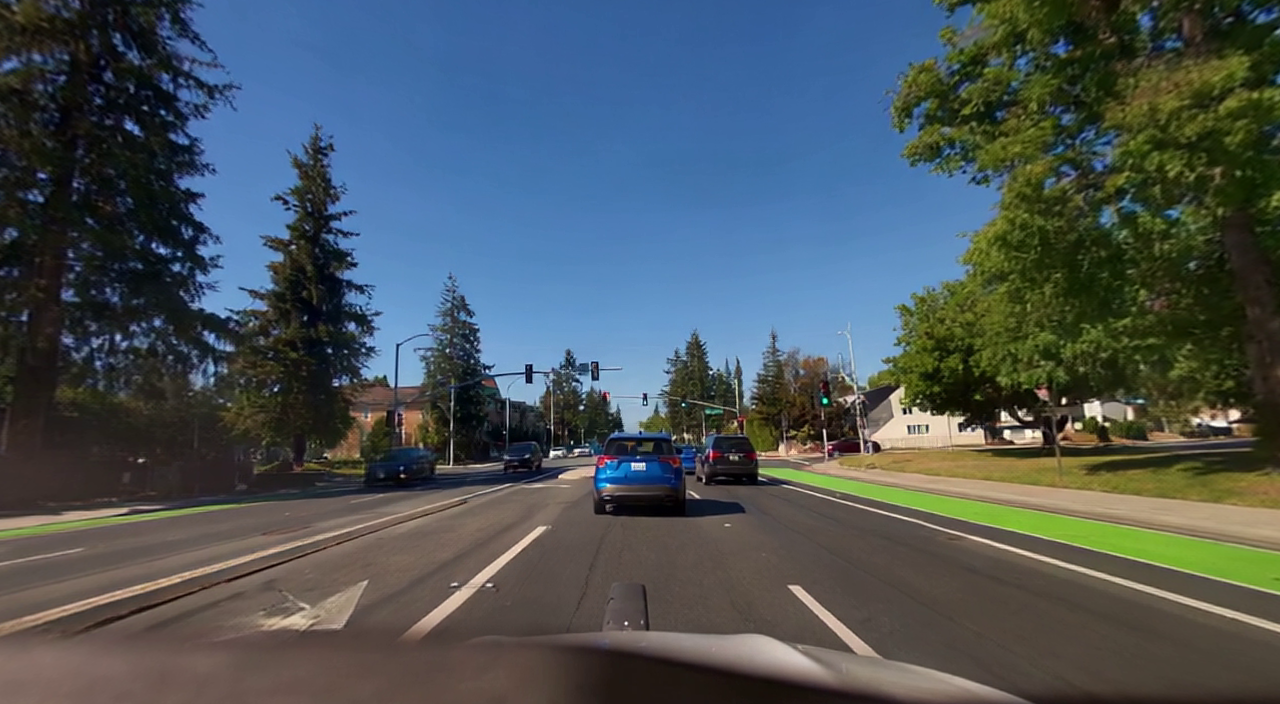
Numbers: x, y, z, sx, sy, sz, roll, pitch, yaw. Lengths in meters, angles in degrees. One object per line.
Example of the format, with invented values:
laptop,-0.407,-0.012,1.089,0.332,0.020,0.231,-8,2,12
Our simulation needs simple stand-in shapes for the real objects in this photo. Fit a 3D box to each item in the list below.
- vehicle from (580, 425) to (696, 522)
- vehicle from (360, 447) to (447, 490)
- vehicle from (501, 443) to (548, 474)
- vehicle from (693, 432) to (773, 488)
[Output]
vehicle,-0.026,2.503,13.457,2.109,1.730,3.963,0,-8,0
vehicle,-9.966,4.911,26.985,1.886,1.666,4.575,0,-8,0
vehicle,-6.907,6.396,38.211,2.005,1.729,4.293,0,-8,0
vehicle,3.223,3.863,22.841,2.189,1.815,4.495,0,-8,0
